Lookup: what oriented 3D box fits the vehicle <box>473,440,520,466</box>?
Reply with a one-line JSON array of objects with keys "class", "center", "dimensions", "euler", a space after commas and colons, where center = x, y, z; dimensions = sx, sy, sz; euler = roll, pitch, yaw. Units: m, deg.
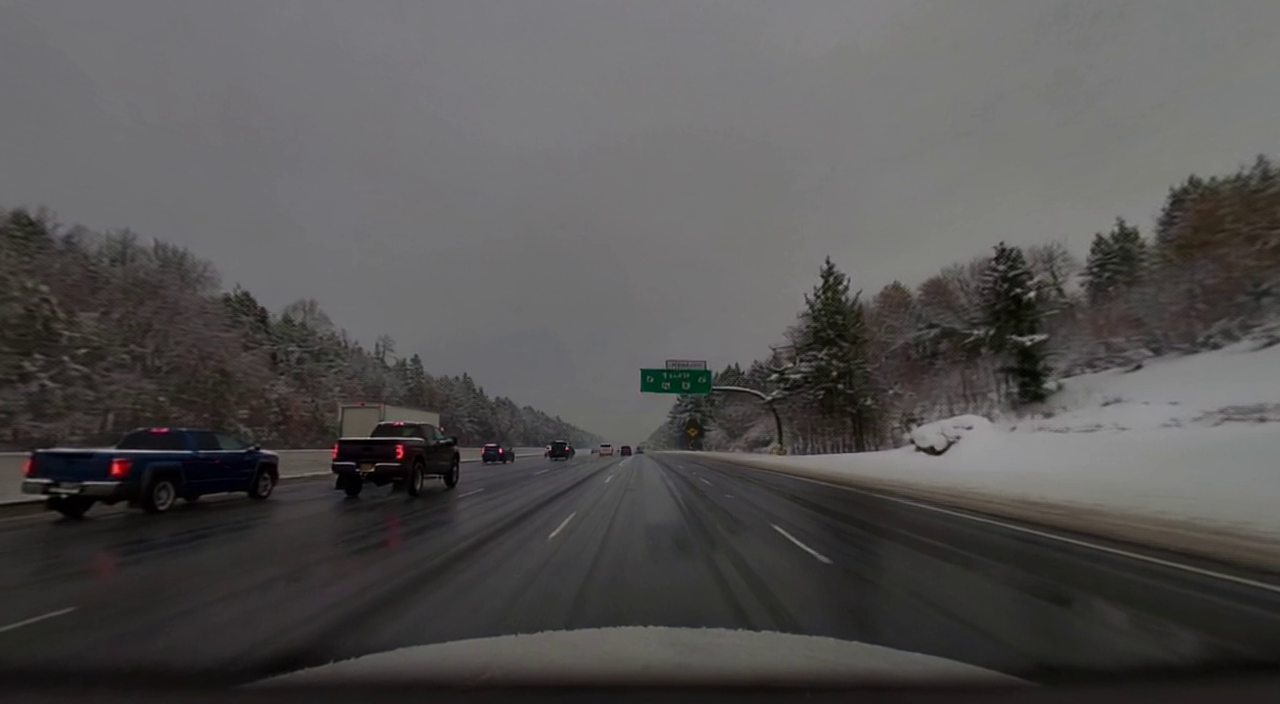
[{"class": "vehicle", "center": [-9.740, 6.832, 43.094], "dimensions": [2.060, 1.662, 4.469], "euler": [-1, -8, 2]}]

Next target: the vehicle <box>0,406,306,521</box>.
[{"class": "vehicle", "center": [-10.246, 2.310, 13.764], "dimensions": [2.576, 1.922, 6.067], "euler": [0, -8, 0]}]

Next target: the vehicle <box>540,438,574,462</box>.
[{"class": "vehicle", "center": [-6.241, 7.408, 47.853], "dimensions": [2.009, 1.735, 4.358], "euler": [0, -8, 0]}]

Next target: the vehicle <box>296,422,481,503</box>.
[{"class": "vehicle", "center": [-6.350, 2.877, 17.115], "dimensions": [2.403, 1.773, 6.276], "euler": [0, -8, 0]}]
